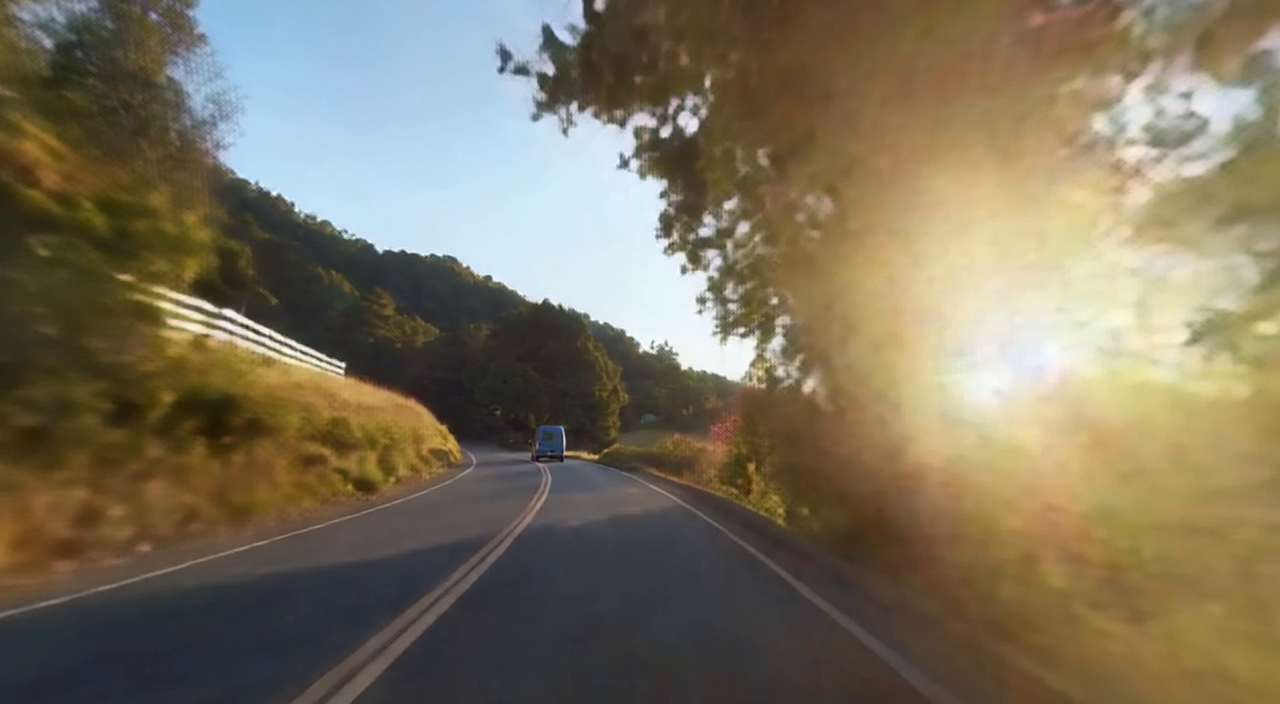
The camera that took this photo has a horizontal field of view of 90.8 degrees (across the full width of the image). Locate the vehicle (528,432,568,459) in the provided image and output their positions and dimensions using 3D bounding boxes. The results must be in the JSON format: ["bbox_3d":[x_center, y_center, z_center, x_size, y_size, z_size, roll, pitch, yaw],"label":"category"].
[{"bbox_3d":[-7.197,7.244,48.876,2.439,1.912,5.605,2,-9,-14],"label":"vehicle"}]
